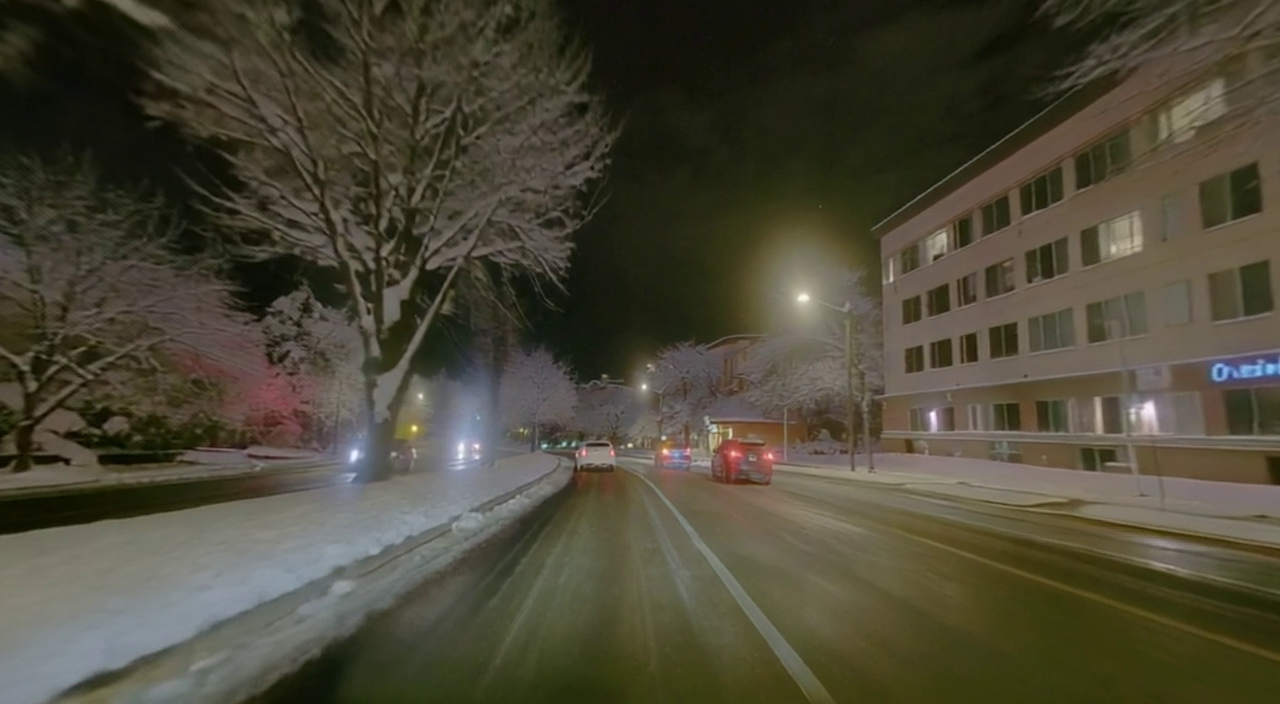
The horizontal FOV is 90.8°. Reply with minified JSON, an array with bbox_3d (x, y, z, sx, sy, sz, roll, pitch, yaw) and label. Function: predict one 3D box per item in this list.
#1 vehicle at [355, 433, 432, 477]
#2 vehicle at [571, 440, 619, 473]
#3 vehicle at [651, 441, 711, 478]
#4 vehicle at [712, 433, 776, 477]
[{"bbox_3d":[-11.512,4.833,29.824,2.166,1.867,4.459,1,-9,-5],"label":"vehicle"},{"bbox_3d":[-2.173,4.946,30.035,2.101,1.444,4.248,1,-9,-4],"label":"vehicle"},{"bbox_3d":[1.699,4.672,27.721,1.993,1.477,4.240,1,-9,-5],"label":"vehicle"},{"bbox_3d":[5.105,5.138,31.703,2.052,1.990,4.736,1,-9,-5],"label":"vehicle"}]
